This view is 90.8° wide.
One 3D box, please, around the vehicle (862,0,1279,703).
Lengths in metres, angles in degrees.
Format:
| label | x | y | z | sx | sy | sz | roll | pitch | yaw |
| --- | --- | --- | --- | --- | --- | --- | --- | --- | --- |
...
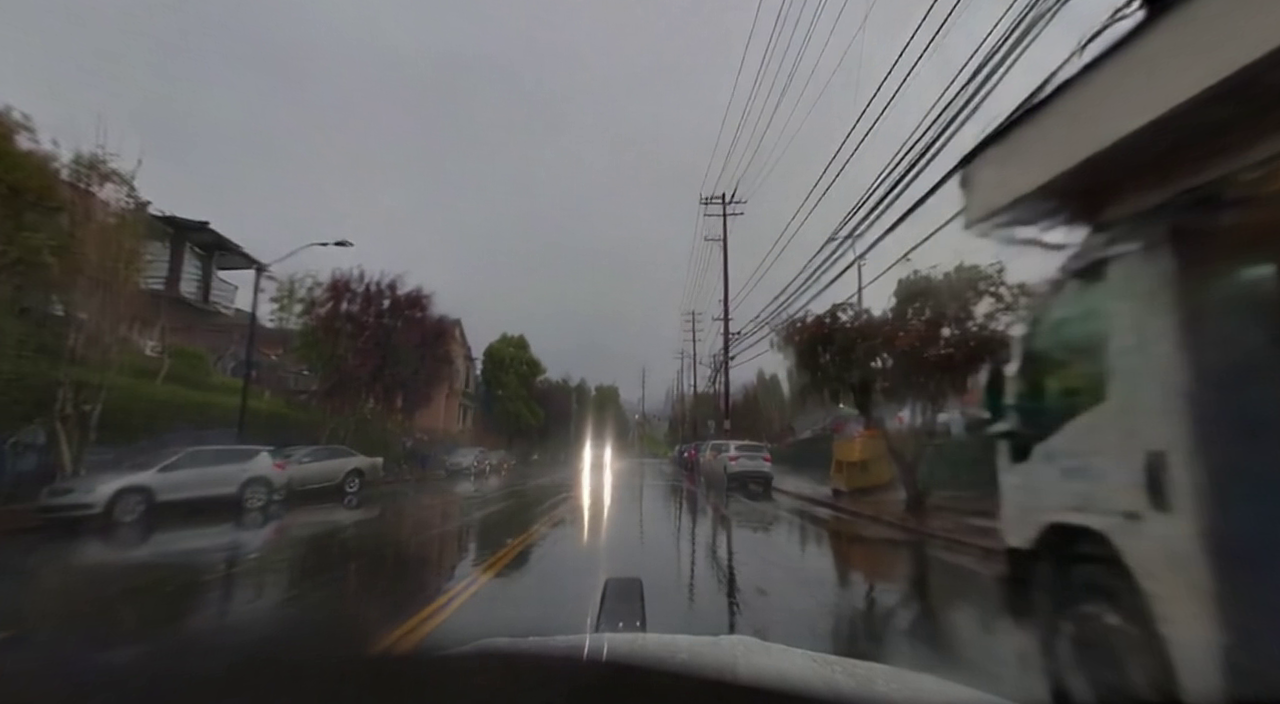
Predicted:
| label | x | y | z | sx | sy | sz | roll | pitch | yaw |
| --- | --- | --- | --- | --- | --- | --- | --- | --- | --- |
| vehicle | 3.180 | -0.188 | 0.589 | 2.886 | 3.321 | 7.809 | 0 | -7 | -1 |

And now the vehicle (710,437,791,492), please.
| label | x | y | z | sx | sy | sz | roll | pitch | yaw |
| --- | --- | --- | --- | --- | --- | --- | --- | --- | --- |
| vehicle | 3.616 | 3.737 | 21.515 | 1.936 | 1.641 | 4.434 | 0 | -7 | 0 |

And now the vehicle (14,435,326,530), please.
| label | x | y | z | sx | sy | sz | roll | pitch | yaw |
| --- | --- | --- | --- | --- | --- | --- | --- | --- | --- |
| vehicle | -10.186 | 2.838 | 14.371 | 5.093 | 1.855 | 2.338 | 3 | -8 | -19 |

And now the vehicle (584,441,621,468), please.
| label | x | y | z | sx | sy | sz | roll | pitch | yaw |
| --- | --- | --- | --- | --- | --- | --- | --- | --- | --- |
| vehicle | -2.565 | 7.132 | 44.321 | 2.103 | 1.721 | 4.473 | -1 | -7 | 3 |
